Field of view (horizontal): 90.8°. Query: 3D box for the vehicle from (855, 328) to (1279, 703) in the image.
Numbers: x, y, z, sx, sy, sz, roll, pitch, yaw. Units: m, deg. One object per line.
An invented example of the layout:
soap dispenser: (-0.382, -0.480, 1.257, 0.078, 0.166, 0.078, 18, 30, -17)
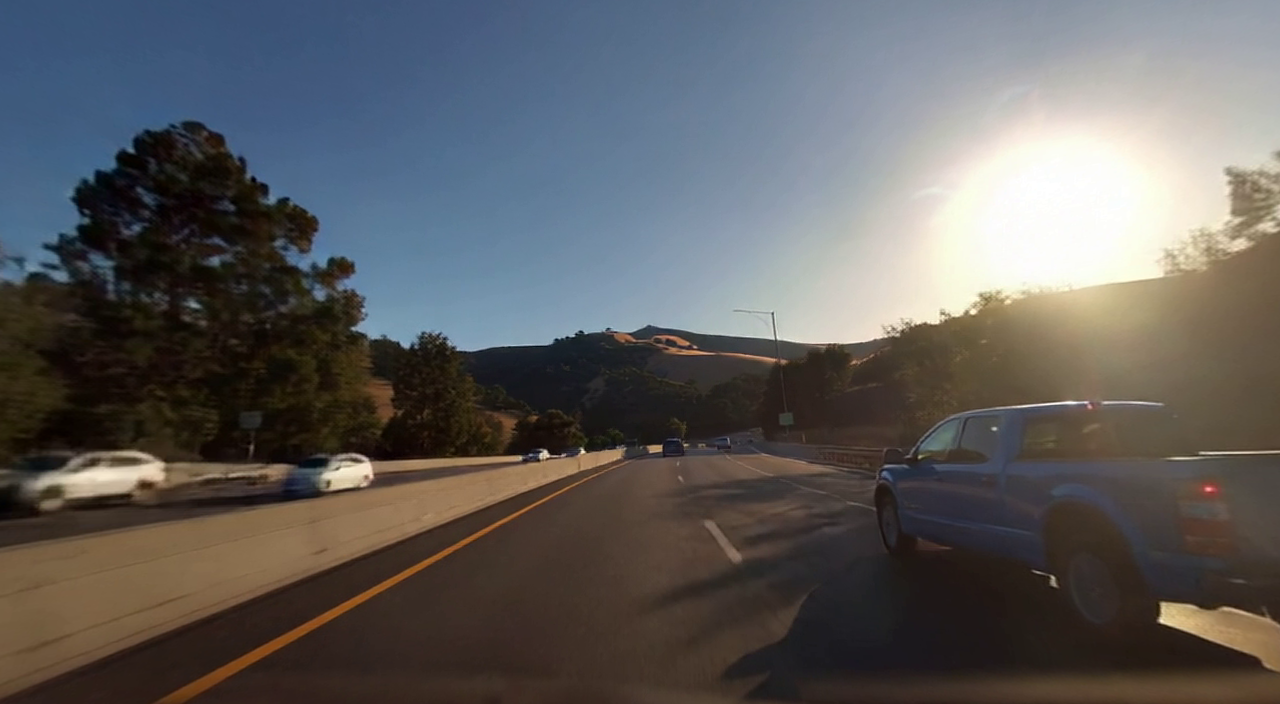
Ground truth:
vehicle: (3.564, 1.113, 4.747, 2.151, 1.744, 4.709, 0, -8, -1)

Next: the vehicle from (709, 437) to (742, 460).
vehicle: (6.471, 7.388, 48.374, 2.249, 1.635, 4.118, -1, -9, 4)

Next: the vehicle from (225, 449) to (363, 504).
vehicle: (-11.428, 4.107, 21.309, 1.954, 1.605, 4.462, -1, -9, 3)
